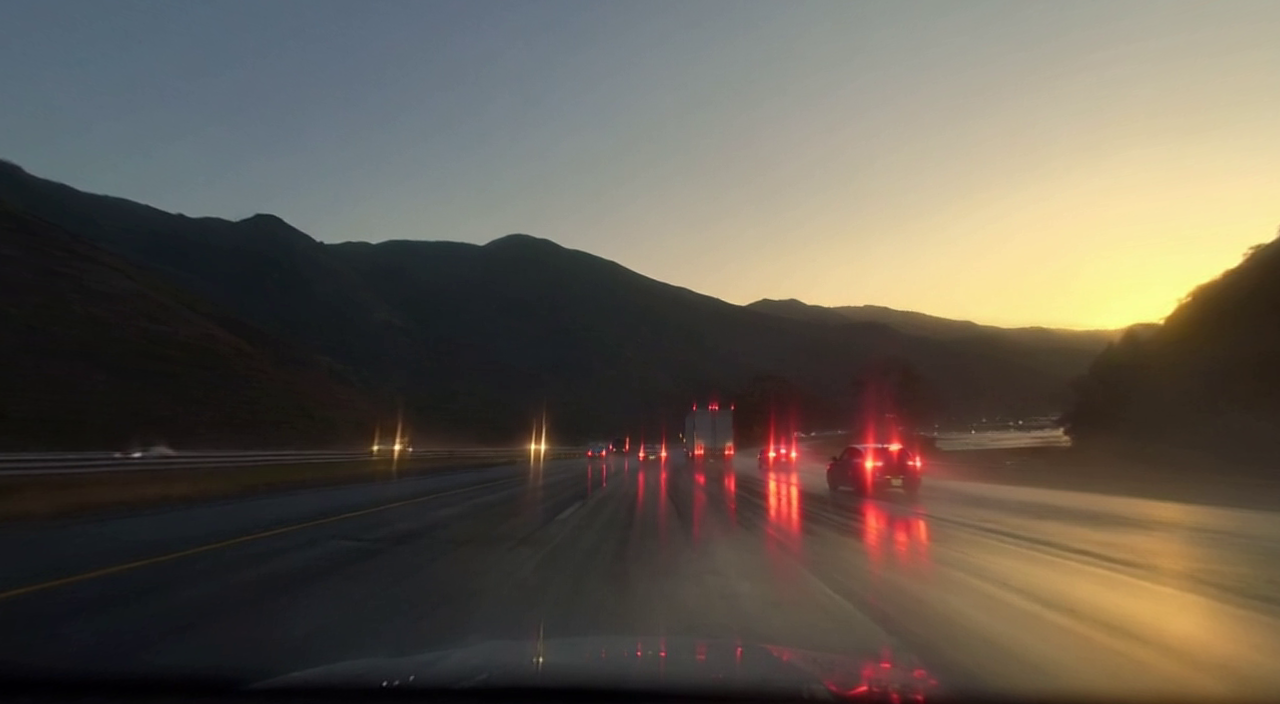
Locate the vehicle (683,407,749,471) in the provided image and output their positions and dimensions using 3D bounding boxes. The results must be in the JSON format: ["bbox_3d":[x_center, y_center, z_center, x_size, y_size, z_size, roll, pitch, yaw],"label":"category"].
[{"bbox_3d":[4.704,5.820,41.650,3.130,3.607,11.129,0,-9,1],"label":"vehicle"}]

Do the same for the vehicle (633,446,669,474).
[{"bbox_3d":[0.614,5.994,35.196,1.866,1.492,3.932,0,-9,1],"label":"vehicle"}]

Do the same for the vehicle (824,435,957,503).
[{"bbox_3d":[7.020,3.311,18.244,2.044,1.676,4.421,0,-9,0],"label":"vehicle"}]

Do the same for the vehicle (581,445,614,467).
[{"bbox_3d":[-3.136,7.746,47.052,2.132,1.506,4.256,0,-9,0],"label":"vehicle"}]

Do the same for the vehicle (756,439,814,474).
[{"bbox_3d":[7.994,5.787,35.149,2.143,1.775,4.729,0,-9,0],"label":"vehicle"}]
